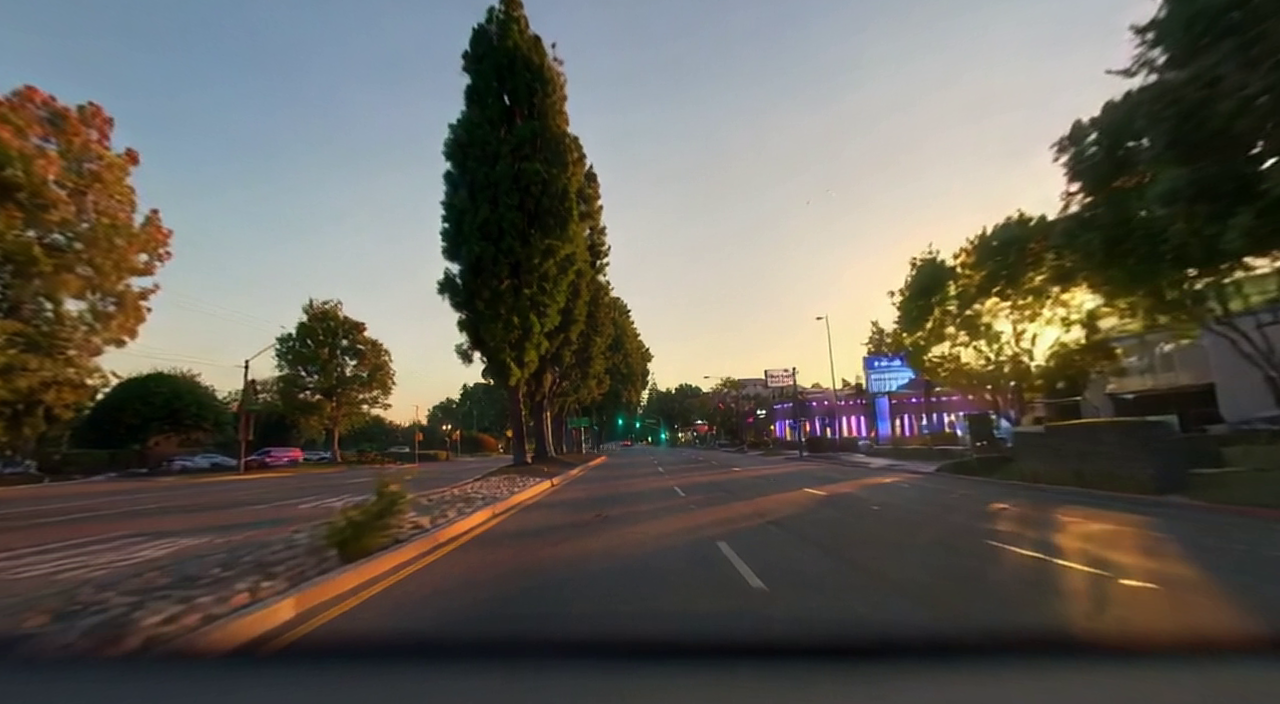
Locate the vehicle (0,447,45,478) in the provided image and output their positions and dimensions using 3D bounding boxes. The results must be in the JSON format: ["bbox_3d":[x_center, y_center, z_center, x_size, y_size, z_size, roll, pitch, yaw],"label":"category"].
[{"bbox_3d":[-41.528,7.203,41.611,4.997,1.912,2.111,-6,-10,33],"label":"vehicle"}]

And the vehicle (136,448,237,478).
[{"bbox_3d":[-28.345,6.940,39.724,4.922,1.511,1.959,1,-8,-28],"label":"vehicle"}]
